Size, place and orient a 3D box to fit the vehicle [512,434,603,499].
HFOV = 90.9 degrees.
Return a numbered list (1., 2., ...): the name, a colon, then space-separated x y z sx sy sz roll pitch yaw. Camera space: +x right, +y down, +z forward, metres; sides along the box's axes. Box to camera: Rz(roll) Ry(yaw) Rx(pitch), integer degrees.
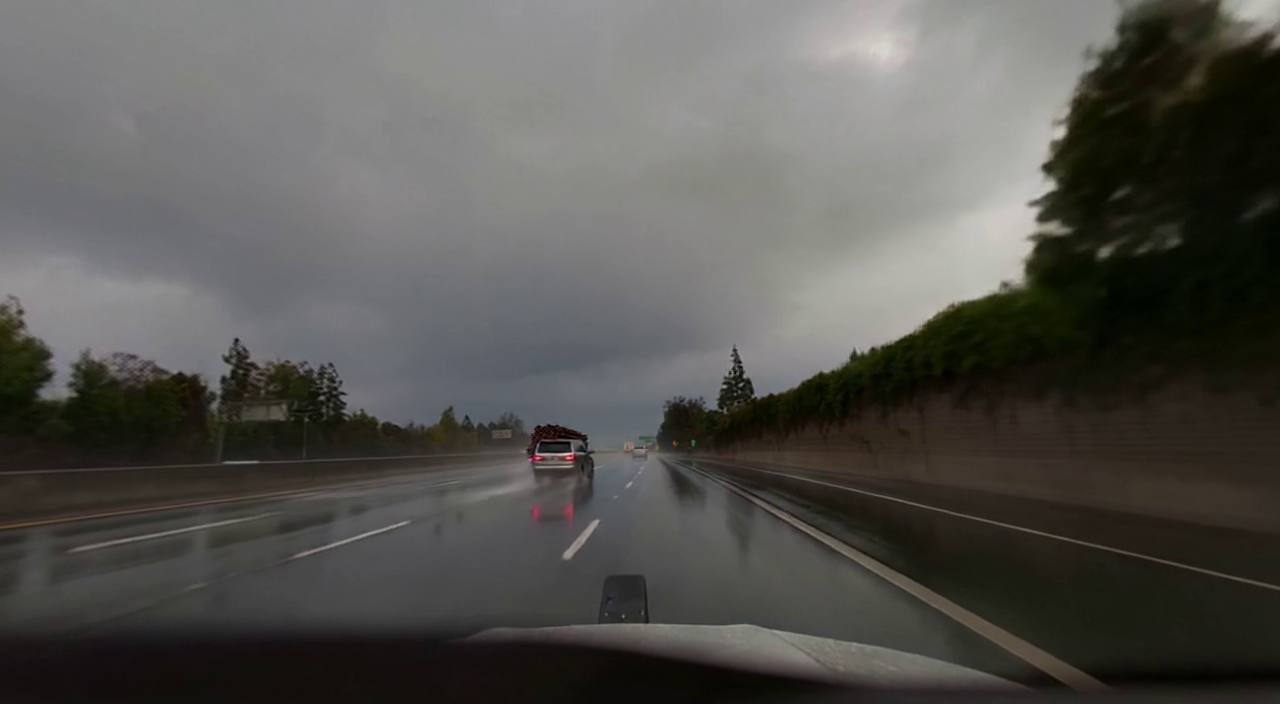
1. vehicle: -2.429 3.496 19.757 2.114 1.787 4.365 0 -8 2
